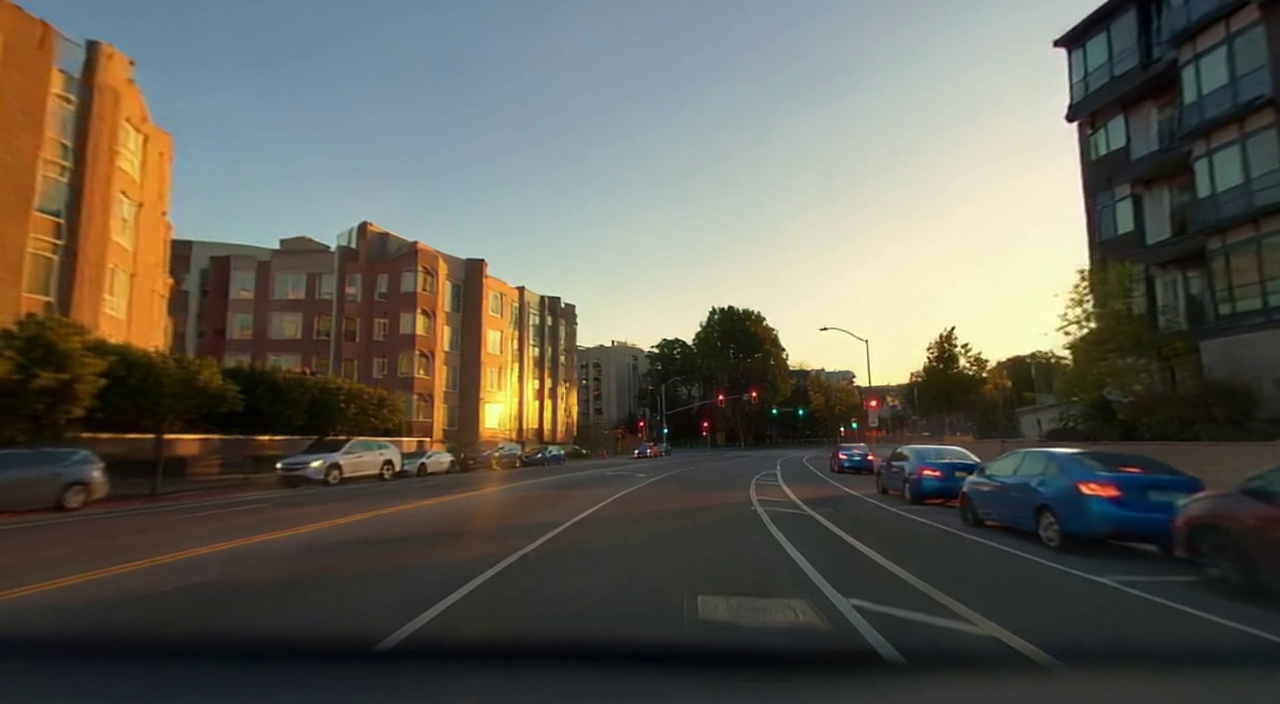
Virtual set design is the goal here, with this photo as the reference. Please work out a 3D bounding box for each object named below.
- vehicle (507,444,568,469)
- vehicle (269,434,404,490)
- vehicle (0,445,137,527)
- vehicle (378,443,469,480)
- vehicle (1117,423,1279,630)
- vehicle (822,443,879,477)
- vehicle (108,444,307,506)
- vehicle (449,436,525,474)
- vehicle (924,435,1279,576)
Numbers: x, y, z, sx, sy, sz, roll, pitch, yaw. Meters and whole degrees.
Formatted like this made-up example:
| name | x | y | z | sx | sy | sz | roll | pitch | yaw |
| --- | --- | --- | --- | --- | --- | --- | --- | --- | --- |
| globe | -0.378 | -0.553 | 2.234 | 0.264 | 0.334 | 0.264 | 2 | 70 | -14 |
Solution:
| name | x | y | z | sx | sy | sz | roll | pitch | yaw |
| --- | --- | --- | --- | --- | --- | --- | --- | --- | --- |
| vehicle | -6.375 | 6.562 | 39.982 | 1.894 | 1.493 | 4.902 | -2 | -9 | 16 |
| vehicle | -10.680 | 3.884 | 22.767 | 1.933 | 1.759 | 5.002 | -1 | -8 | 6 |
| vehicle | -12.303 | 2.462 | 11.783 | 1.841 | 1.444 | 4.554 | -1 | -8 | 5 |
| vehicle | -9.602 | 4.874 | 28.438 | 1.830 | 1.497 | 4.436 | -2 | -9 | 11 |
| vehicle | 5.768 | 1.242 | 4.220 | 1.883 | 1.550 | 4.286 | 0 | -8 | 2 |
| vehicle | 10.027 | 5.135 | 30.512 | 2.010 | 1.473 | 5.353 | -2 | -9 | 12 |
| vehicle | -11.678 | 3.311 | 17.588 | 1.811 | 1.459 | 4.702 | -1 | -8 | 7 |
| vehicle | -8.143 | 5.519 | 34.160 | 2.083 | 1.882 | 4.642 | -2 | -9 | 13 |
| vehicle | 6.096 | 2.037 | 9.245 | 1.876 | 1.466 | 4.943 | -1 | -9 | 4 |
